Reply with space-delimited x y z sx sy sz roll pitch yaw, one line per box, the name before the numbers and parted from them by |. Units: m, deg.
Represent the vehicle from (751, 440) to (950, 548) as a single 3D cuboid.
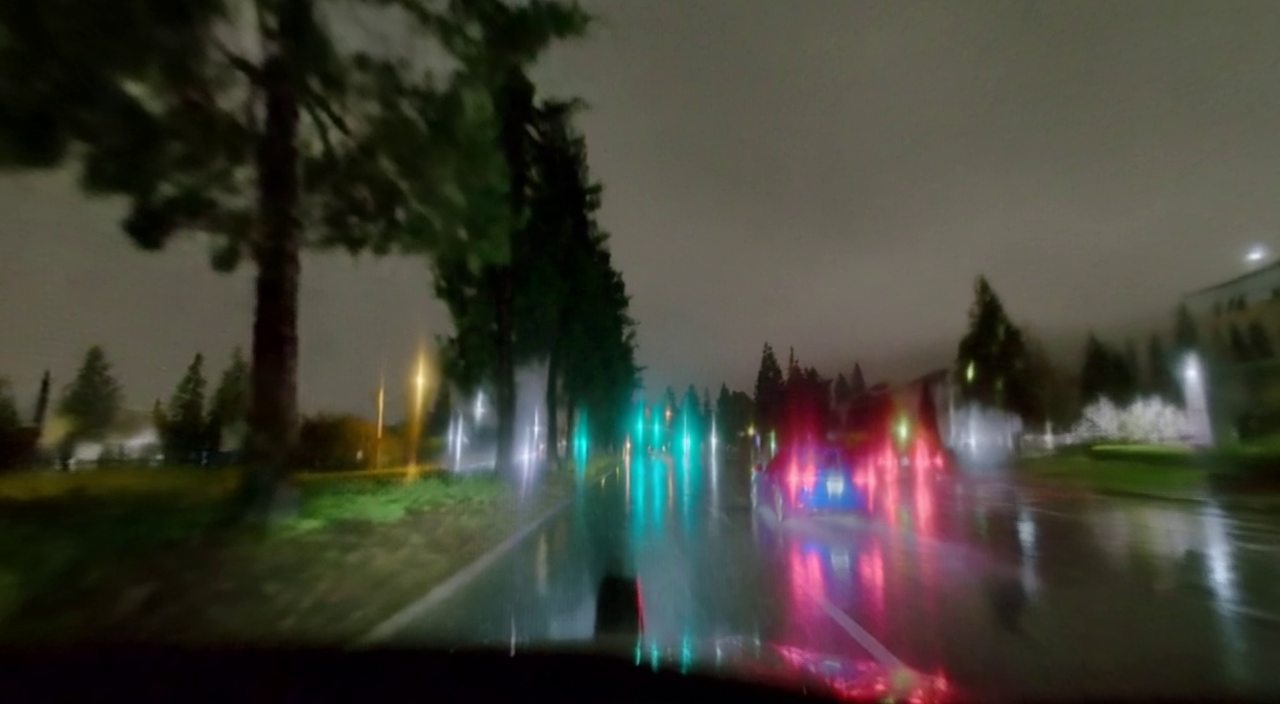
vehicle | 3.299 2.314 10.956 1.950 1.473 4.259 0 -9 -1
